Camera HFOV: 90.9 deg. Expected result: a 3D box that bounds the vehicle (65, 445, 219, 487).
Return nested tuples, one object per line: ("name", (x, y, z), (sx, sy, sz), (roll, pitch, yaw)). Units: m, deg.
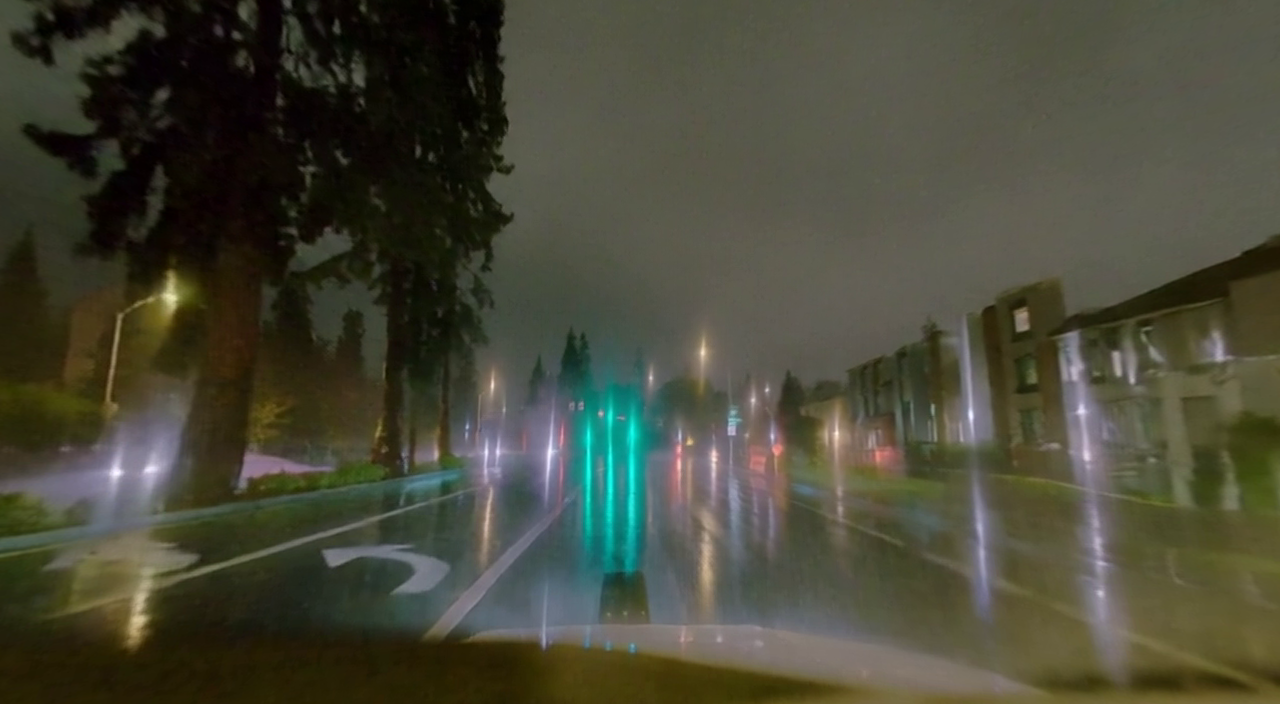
("vehicle", (-19.799, 4.513, 25.422), (2.042, 1.484, 4.950), (0, -8, 2))
